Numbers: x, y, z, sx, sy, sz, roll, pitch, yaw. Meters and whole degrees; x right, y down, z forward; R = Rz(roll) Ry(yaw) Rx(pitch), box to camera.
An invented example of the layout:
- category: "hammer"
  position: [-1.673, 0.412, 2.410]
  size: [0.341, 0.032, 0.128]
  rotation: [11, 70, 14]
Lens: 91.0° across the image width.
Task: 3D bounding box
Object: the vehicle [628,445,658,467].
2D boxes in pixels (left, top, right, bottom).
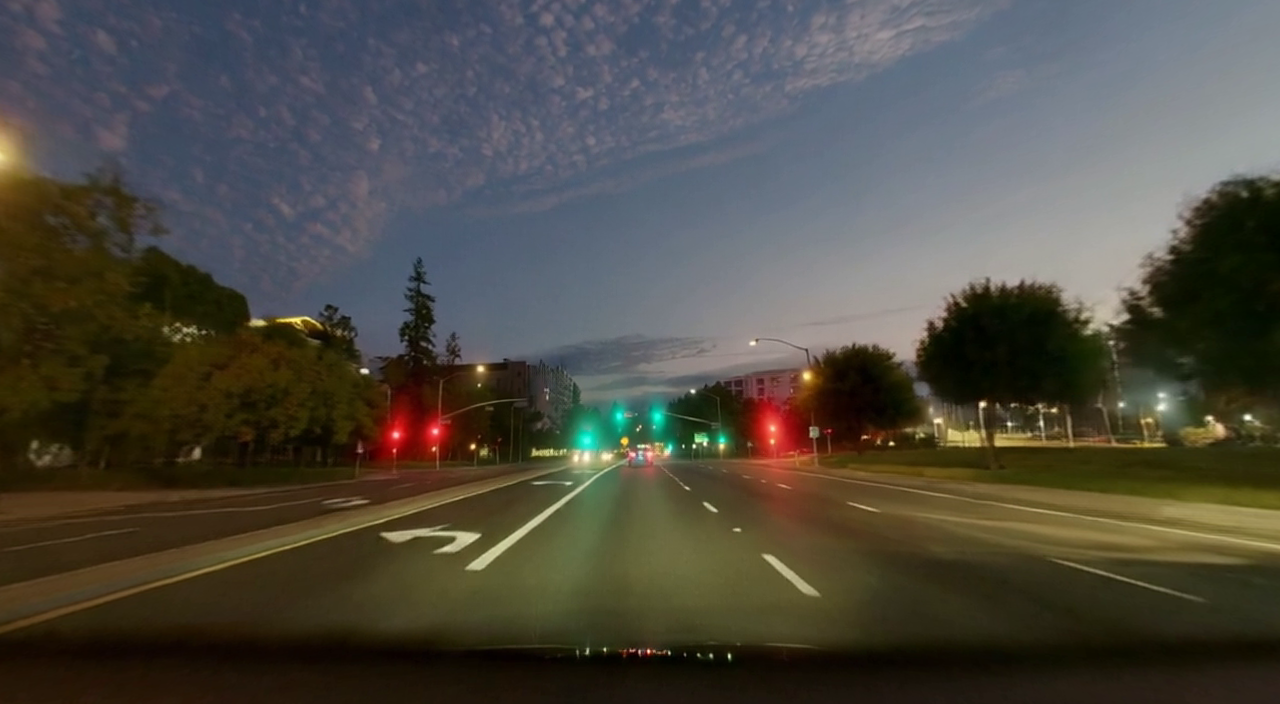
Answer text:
- category: "vehicle"
  position: [0.244, 7.392, 45.100]
  size: [2.064, 1.477, 3.968]
  rotation: [0, -8, 0]
